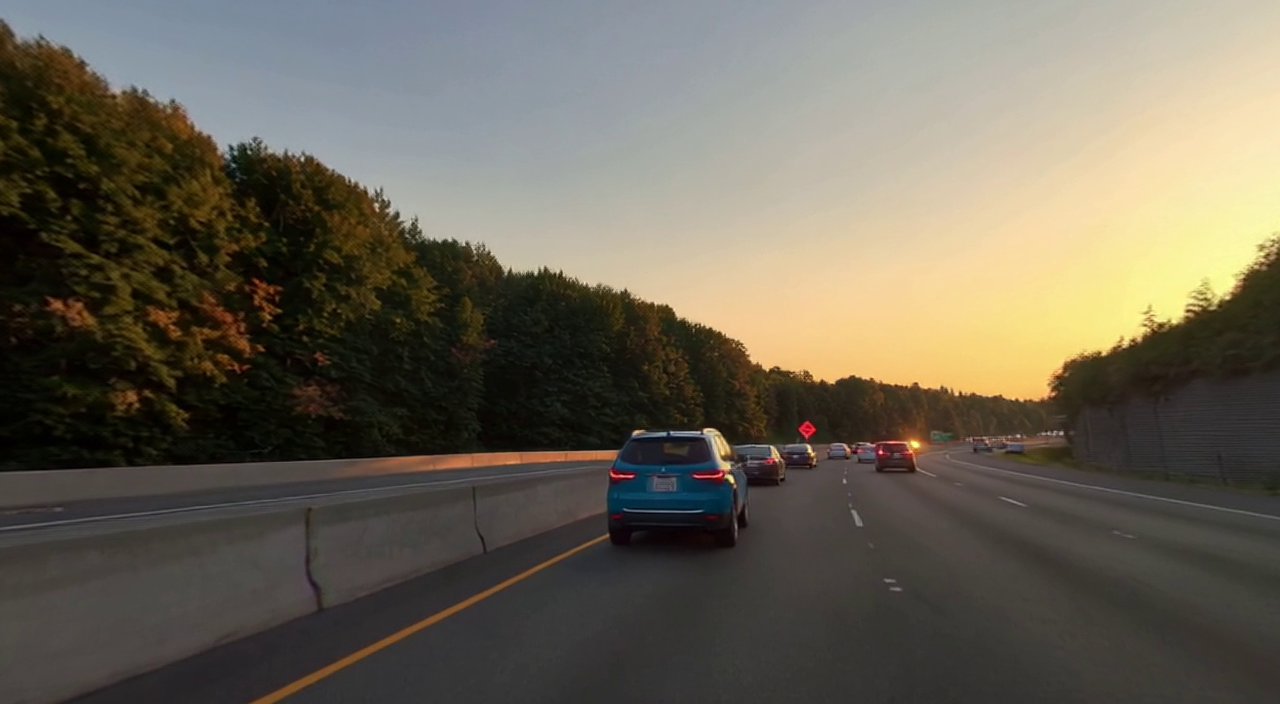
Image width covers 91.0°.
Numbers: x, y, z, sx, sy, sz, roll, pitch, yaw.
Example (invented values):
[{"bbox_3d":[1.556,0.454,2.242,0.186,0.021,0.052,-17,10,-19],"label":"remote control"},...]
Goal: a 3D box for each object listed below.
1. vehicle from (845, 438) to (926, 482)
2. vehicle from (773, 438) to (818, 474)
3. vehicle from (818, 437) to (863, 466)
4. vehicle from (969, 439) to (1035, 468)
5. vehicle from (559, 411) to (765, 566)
[{"bbox_3d":[8.983,3.956,23.433,1.962,1.442,4.536,-2,-8,11],"label":"vehicle"},{"bbox_3d":[6.850,4.561,27.749,1.755,1.457,3.686,-2,-8,13],"label":"vehicle"},{"bbox_3d":[11.886,5.912,37.572,1.857,1.584,3.976,-1,-8,8],"label":"vehicle"},{"bbox_3d":[20.093,5.615,35.153,1.990,1.478,4.475,-2,-8,14],"label":"vehicle"},{"bbox_3d":[0.584,1.780,9.005,2.021,1.635,4.085,-2,-9,15],"label":"vehicle"}]
